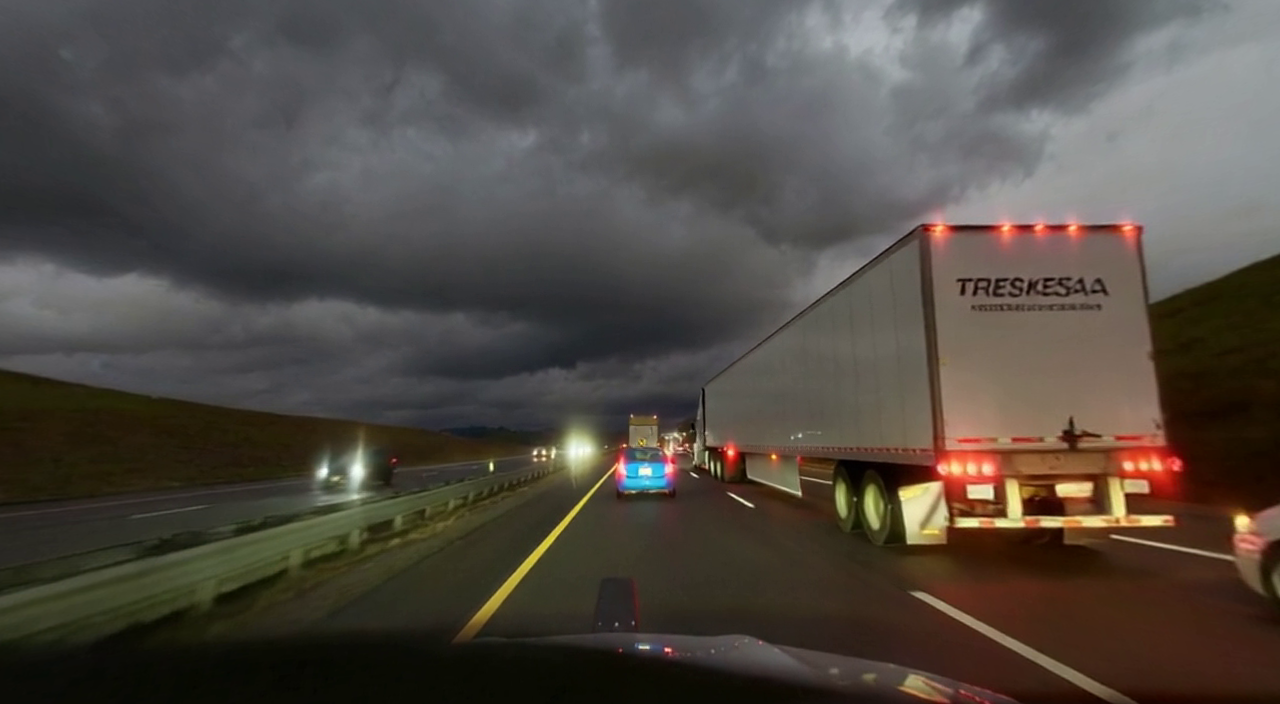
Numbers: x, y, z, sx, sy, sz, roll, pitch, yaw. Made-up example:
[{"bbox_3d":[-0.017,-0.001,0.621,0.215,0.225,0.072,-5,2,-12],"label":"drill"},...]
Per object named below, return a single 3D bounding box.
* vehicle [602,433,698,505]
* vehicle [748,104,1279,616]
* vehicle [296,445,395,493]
[{"bbox_3d":[0.209,2.779,15.450,2.045,1.507,3.763,-1,-8,0],"label":"vehicle"},{"bbox_3d":[4.527,0.598,10.117,3.235,4.197,9.908,0,-8,-3],"label":"vehicle"},{"bbox_3d":[-11.760,4.658,25.487,1.988,1.727,4.217,-1,-8,0],"label":"vehicle"}]
